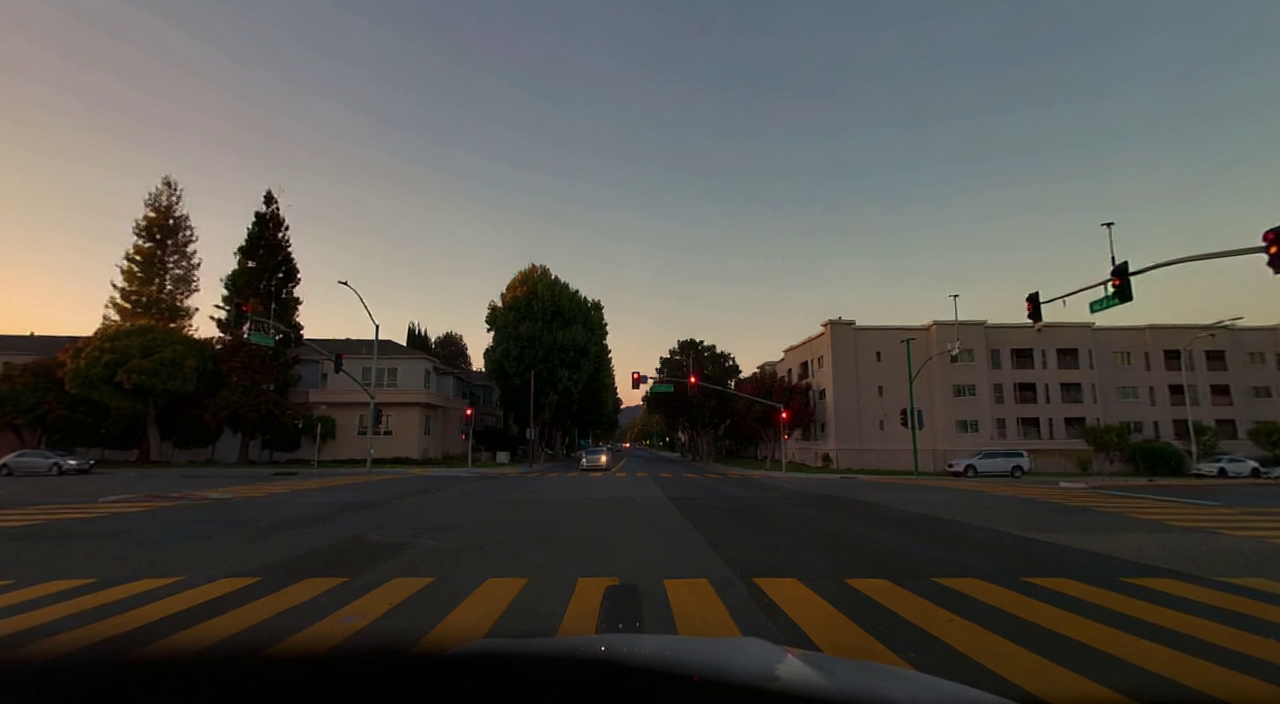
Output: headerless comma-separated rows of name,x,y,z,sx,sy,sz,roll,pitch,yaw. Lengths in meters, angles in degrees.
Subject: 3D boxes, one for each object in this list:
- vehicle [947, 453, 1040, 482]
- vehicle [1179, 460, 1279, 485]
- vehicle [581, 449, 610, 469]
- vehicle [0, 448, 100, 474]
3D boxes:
vehicle,21.078,6.871,37.591,4.447,1.623,1.801,0,-9,-3
vehicle,36.204,7.318,38.298,4.976,1.428,1.929,0,-8,-2
vehicle,-3.468,8.393,49.384,1.908,1.441,4.142,0,-8,1
vehicle,-35.151,6.428,37.176,4.741,1.447,1.807,0,-9,0
